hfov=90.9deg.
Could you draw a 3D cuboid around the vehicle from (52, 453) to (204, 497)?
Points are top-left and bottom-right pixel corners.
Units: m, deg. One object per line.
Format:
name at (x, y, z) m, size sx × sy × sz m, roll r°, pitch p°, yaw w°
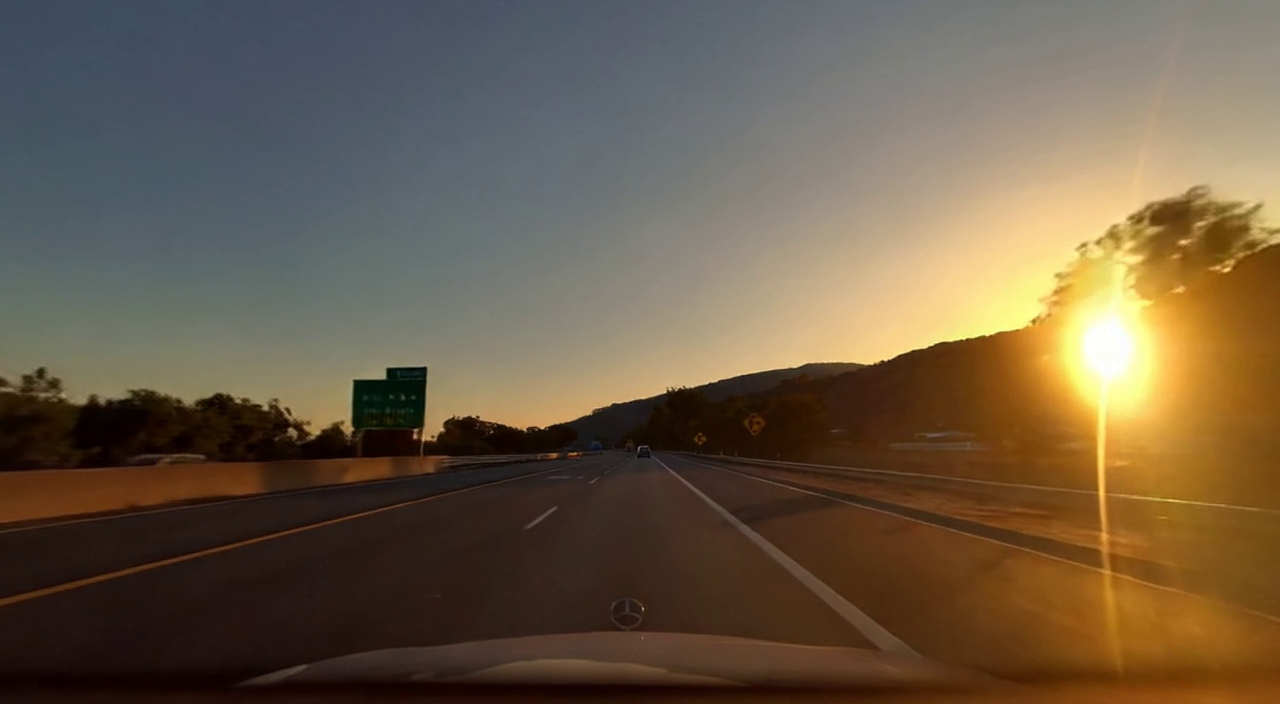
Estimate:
vehicle at (-19.429, 4.657, 24.277) m, size 2.002 × 1.484 × 4.598 m, roll 0°, pitch -9°, yaw 0°
